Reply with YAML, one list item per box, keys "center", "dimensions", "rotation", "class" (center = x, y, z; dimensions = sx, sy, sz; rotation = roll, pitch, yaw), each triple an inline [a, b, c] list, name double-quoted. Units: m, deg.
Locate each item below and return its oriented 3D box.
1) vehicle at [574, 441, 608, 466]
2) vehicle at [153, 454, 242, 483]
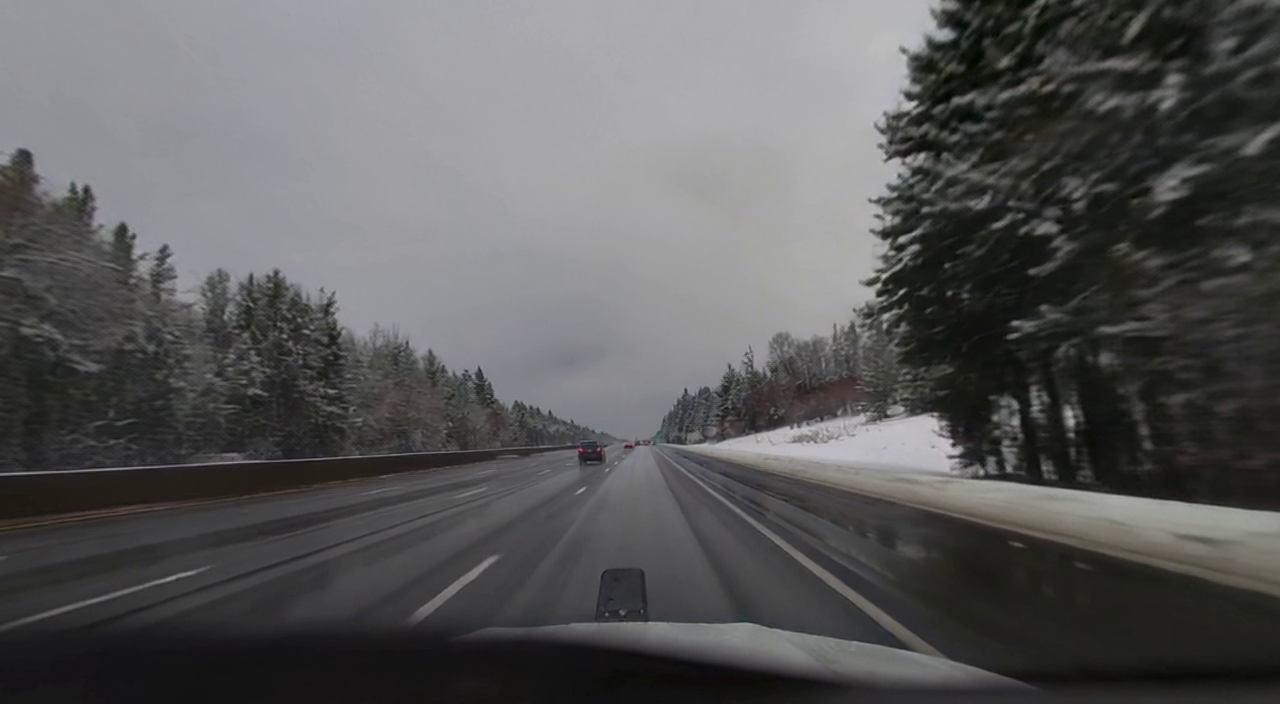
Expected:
- center: [-3.330, 6.939, 43.399]
  dimensions: [1.993, 1.589, 3.898]
  rotation: [0, -8, 1]
  class: "vehicle"
- center: [-25.302, 6.652, 36.304]
  dimensions: [1.764, 1.473, 4.547]
  rotation: [0, -8, 1]
  class: "vehicle"
